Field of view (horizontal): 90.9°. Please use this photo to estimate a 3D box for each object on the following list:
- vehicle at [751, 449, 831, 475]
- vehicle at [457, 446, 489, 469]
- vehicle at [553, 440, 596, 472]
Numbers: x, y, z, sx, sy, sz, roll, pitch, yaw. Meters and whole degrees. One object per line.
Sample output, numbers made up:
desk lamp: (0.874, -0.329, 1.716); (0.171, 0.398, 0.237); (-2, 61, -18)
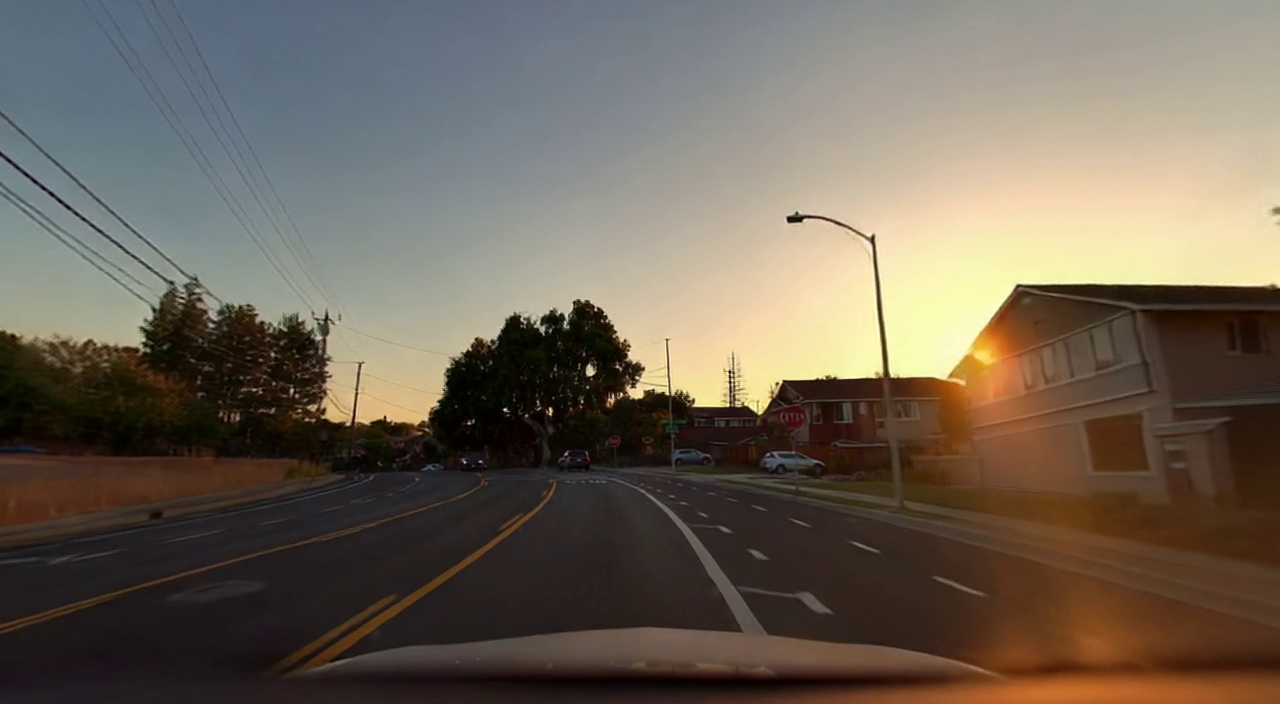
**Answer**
vehicle: (9.370, 6.795, 39.220); (4.383, 1.508, 1.884); (1, -8, -10)
vehicle: (-11.691, 7.392, 44.407); (2.003, 1.483, 4.545); (2, -8, -13)
vehicle: (-4.334, 6.708, 41.066); (2.284, 1.741, 4.702); (4, -8, -11)
